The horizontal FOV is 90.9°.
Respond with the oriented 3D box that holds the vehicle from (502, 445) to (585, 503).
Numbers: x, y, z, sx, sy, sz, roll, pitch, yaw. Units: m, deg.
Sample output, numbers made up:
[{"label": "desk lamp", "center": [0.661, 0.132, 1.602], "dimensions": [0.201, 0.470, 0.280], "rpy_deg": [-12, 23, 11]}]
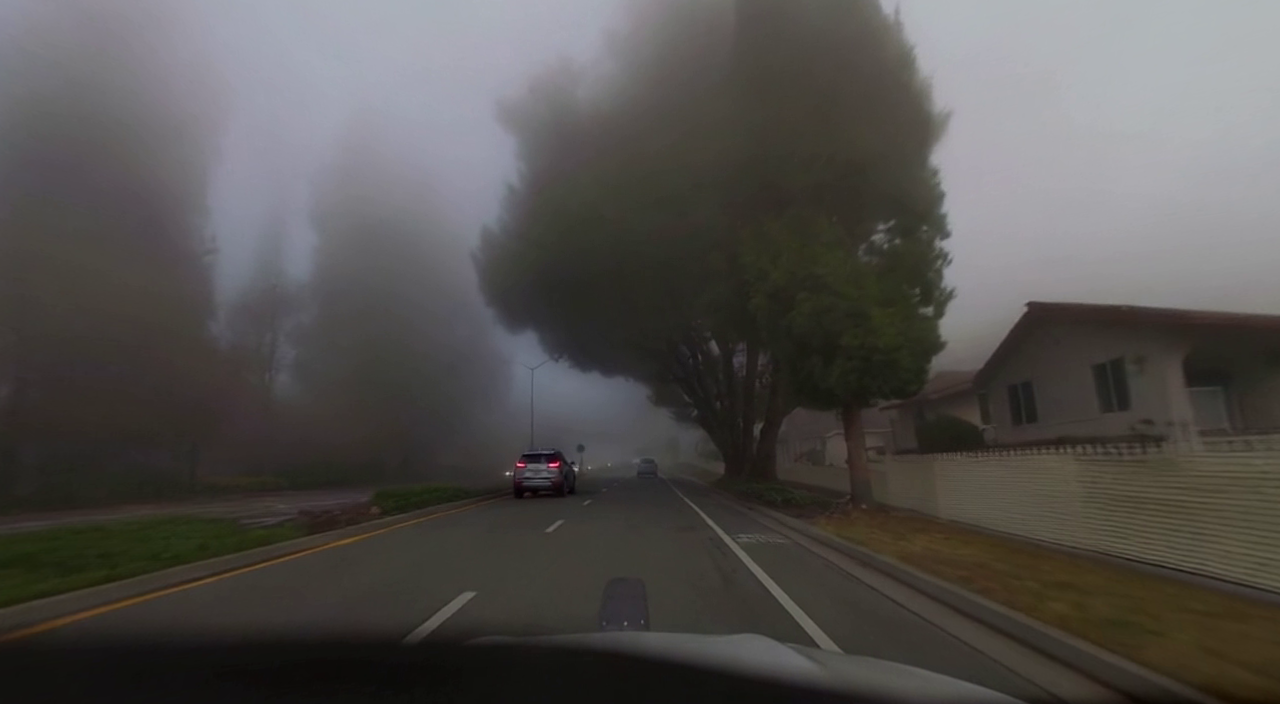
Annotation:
[{"label": "vehicle", "center": [-3.150, 4.078, 21.576], "dimensions": [2.073, 1.770, 4.302], "rpy_deg": [0, -8, 1]}]
